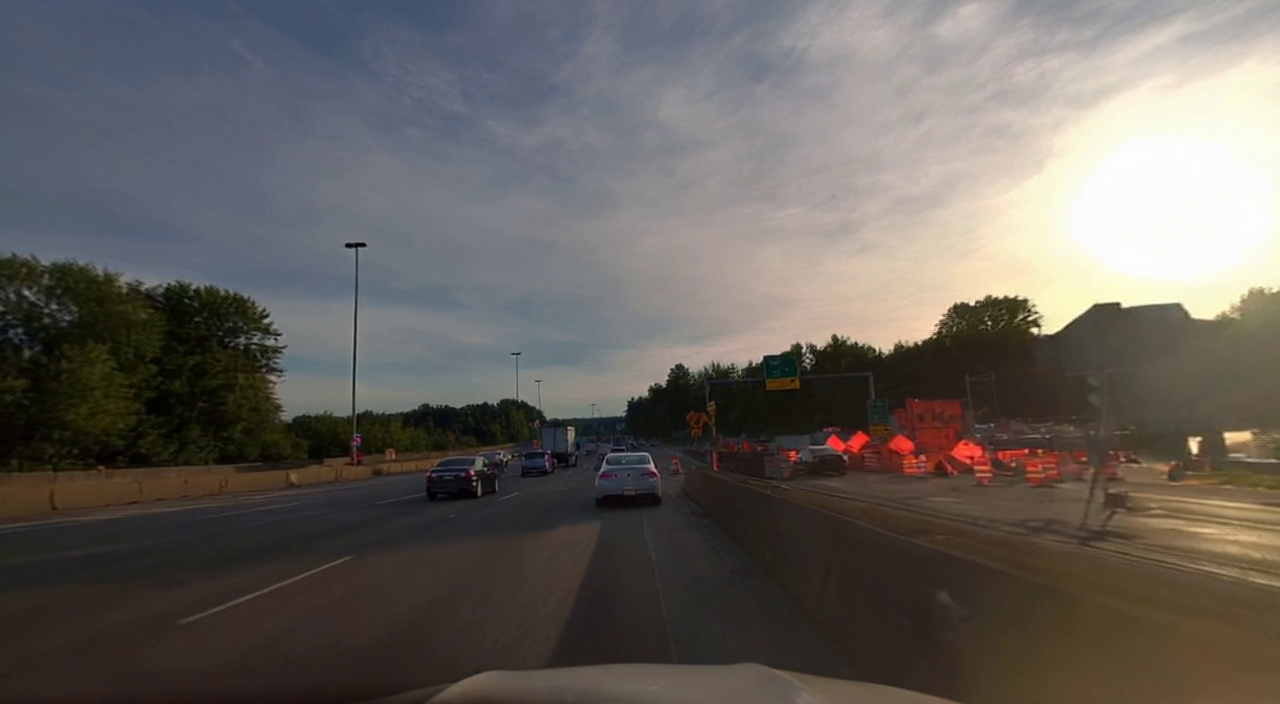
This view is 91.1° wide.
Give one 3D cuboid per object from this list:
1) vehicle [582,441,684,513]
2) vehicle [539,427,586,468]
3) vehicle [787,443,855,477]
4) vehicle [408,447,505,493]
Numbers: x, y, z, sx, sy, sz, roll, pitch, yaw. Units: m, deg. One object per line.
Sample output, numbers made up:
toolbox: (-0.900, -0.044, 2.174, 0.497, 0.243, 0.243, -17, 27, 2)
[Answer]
vehicle: (-0.194, 2.828, 14.665, 2.080, 1.451, 3.512, 0, -9, -2)
vehicle: (-5.285, 6.702, 44.102, 2.326, 2.645, 6.249, -1, -9, 2)
vehicle: (8.317, 4.979, 29.186, 1.871, 1.460, 3.754, 0, -9, -3)
vehicle: (-6.161, 3.987, 21.639, 2.063, 1.417, 4.000, 0, -9, 1)
